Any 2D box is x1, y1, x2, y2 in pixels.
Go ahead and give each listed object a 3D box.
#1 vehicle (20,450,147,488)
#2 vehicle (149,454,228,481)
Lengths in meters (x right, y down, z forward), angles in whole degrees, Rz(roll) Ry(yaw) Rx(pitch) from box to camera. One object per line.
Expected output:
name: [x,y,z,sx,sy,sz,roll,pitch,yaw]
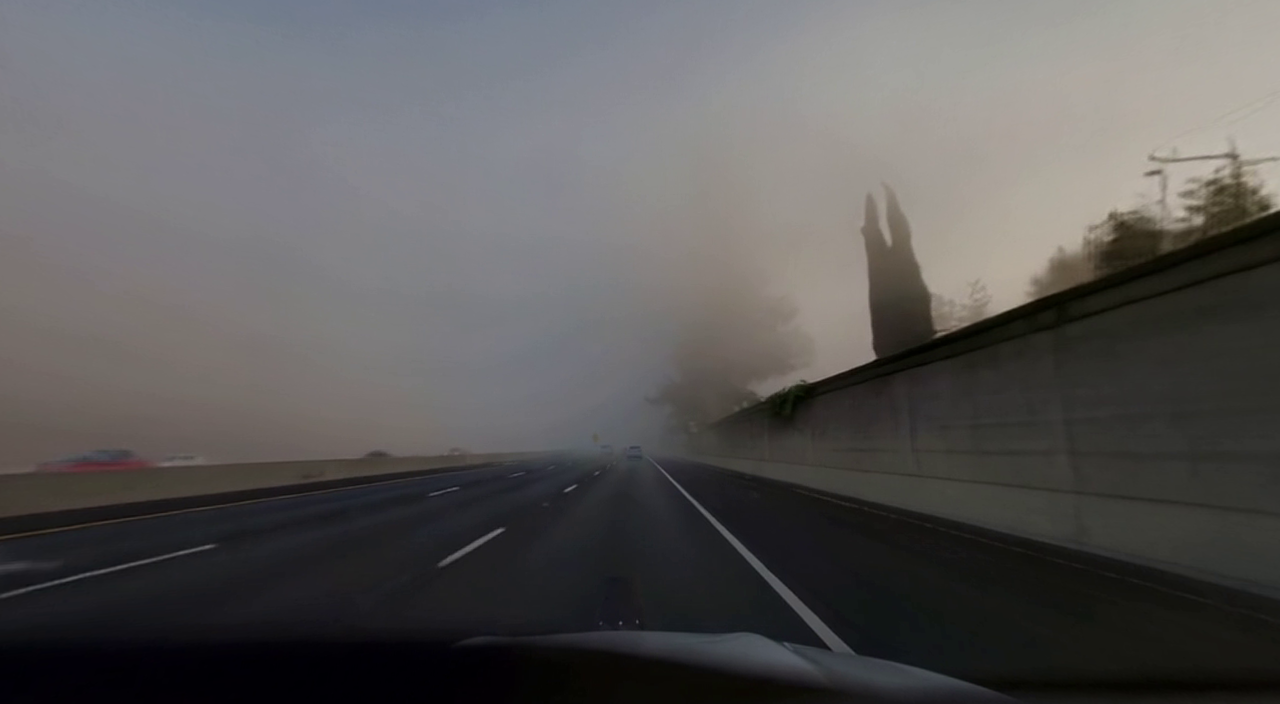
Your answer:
vehicle: [-26.195,5.485,29.907,1.899,1.662,4.476,0,-9,0]
vehicle: [-29.719,7.601,41.643,1.880,1.586,4.471,0,-9,0]
